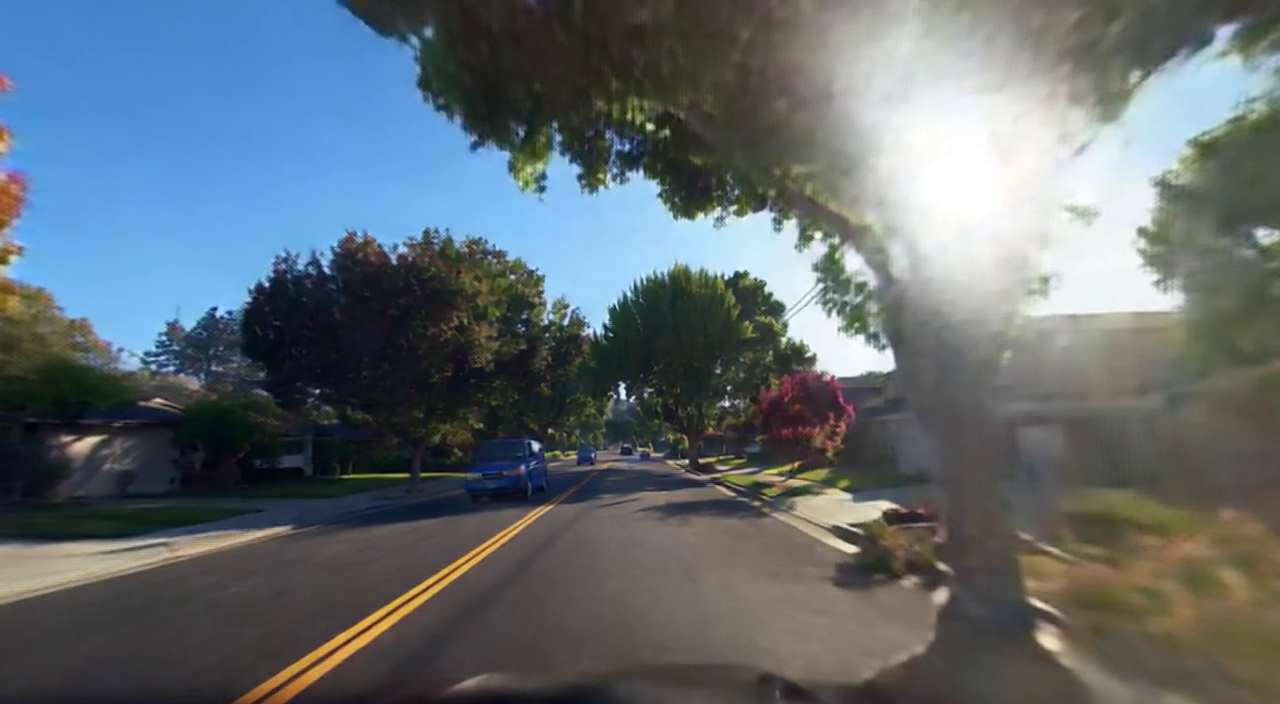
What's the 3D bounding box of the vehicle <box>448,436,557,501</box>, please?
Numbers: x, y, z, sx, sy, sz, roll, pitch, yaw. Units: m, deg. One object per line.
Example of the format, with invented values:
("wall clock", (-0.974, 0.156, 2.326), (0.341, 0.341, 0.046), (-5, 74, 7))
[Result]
("vehicle", (-4.306, 3.756, 20.901), (2.303, 1.813, 5.660), (0, -8, 0))
